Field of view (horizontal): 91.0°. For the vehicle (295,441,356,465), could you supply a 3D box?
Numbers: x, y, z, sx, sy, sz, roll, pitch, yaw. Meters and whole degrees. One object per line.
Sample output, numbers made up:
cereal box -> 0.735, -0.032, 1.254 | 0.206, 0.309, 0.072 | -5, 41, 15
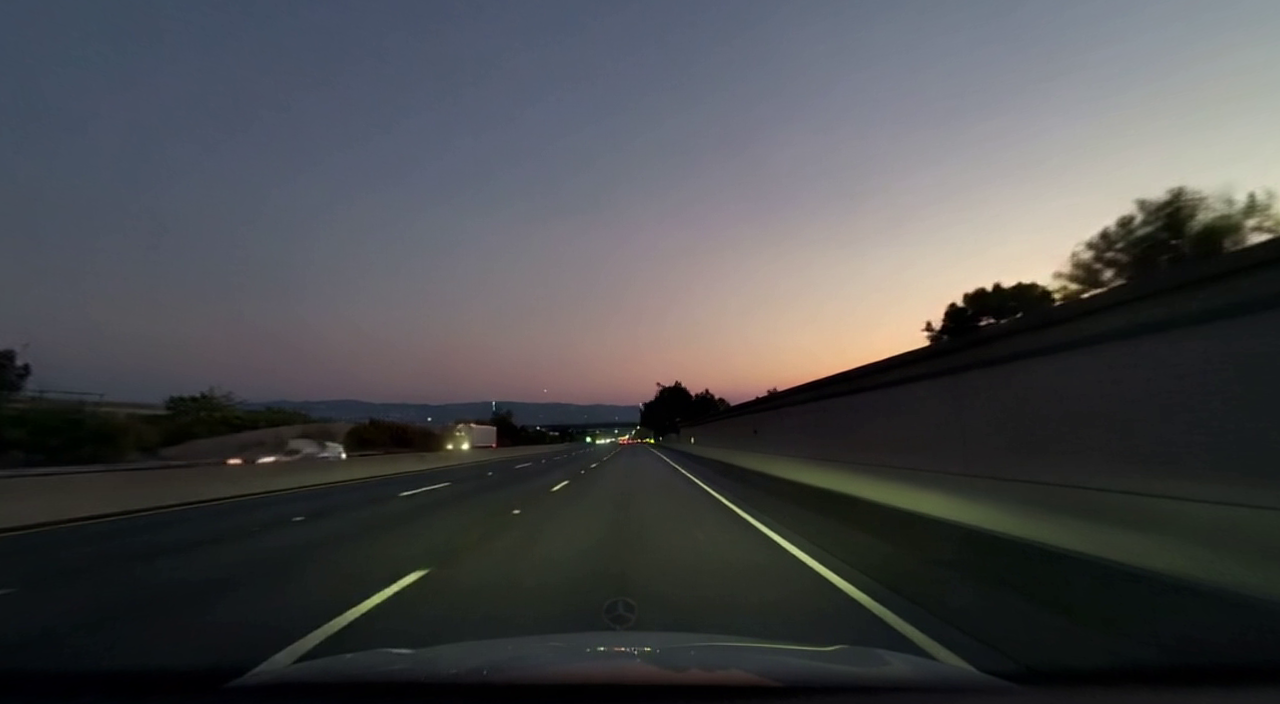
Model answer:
vehicle -> -21.799, 6.994, 43.781 | 1.896, 1.529, 4.416 | 0, -8, 1

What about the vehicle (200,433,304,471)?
vehicle -> -16.501, 4.263, 27.032 | 1.858, 1.489, 4.072 | 0, -8, 0
